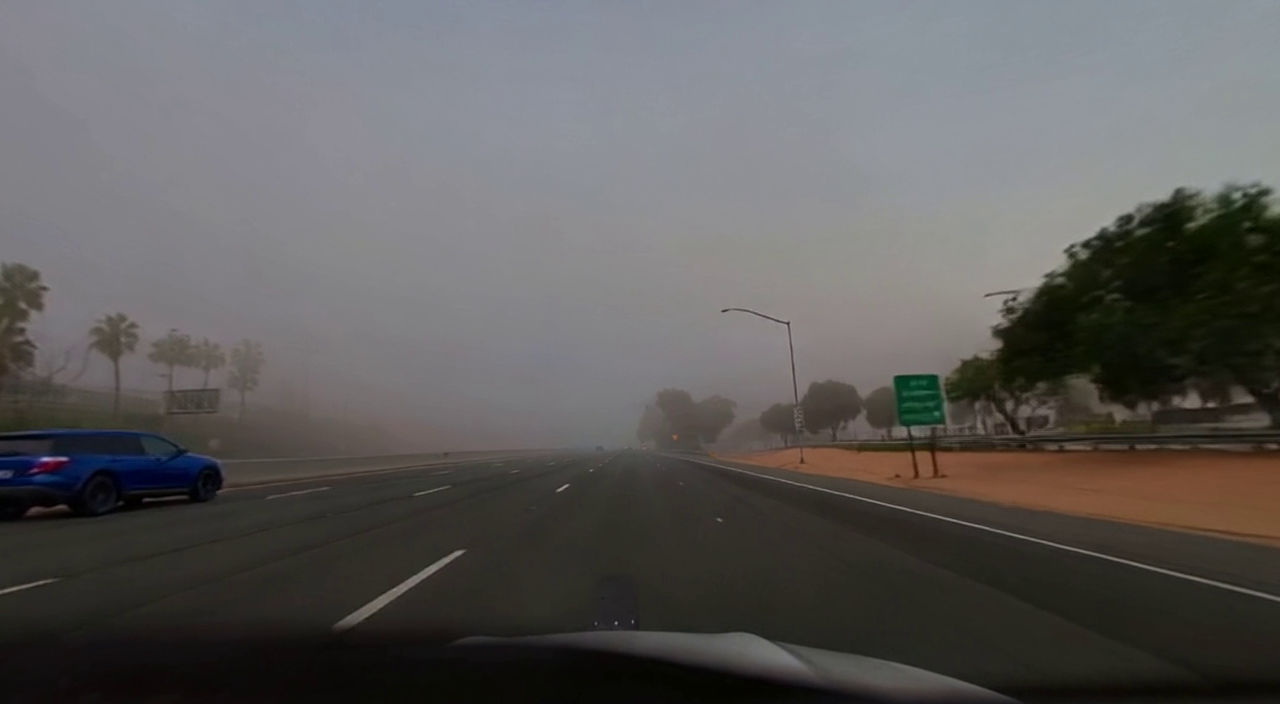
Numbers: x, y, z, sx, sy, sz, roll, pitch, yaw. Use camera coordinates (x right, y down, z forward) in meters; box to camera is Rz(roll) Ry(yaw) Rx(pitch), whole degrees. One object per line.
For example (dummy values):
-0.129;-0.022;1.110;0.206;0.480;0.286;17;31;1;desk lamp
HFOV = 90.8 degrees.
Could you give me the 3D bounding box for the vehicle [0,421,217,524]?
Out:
-11.440;2.427;13.201;2.016;1.754;4.543;0;-8;0;vehicle
